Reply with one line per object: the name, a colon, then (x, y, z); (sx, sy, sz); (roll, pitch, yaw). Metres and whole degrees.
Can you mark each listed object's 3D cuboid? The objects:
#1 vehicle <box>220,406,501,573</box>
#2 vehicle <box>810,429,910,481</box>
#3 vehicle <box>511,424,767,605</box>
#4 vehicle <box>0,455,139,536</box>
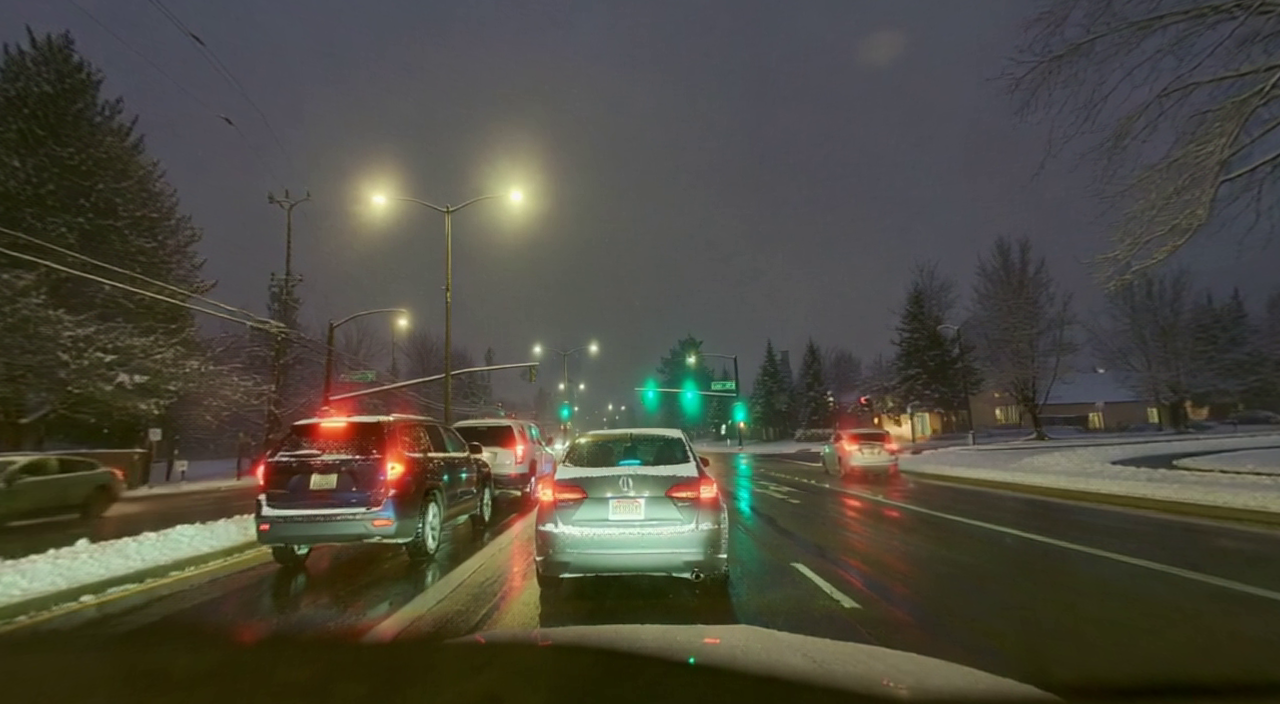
vehicle: (-3.434, 1.765, 8.869); (2.046, 1.751, 4.208); (0, -8, -1)
vehicle: (7.998, 3.800, 23.456); (2.059, 1.719, 4.443); (0, -8, -1)
vehicle: (-0.061, 1.645, 7.307); (2.126, 1.475, 3.967); (0, -8, -2)
vehicle: (-12.923, 2.883, 12.960); (1.841, 1.469, 4.202); (0, -8, 0)
